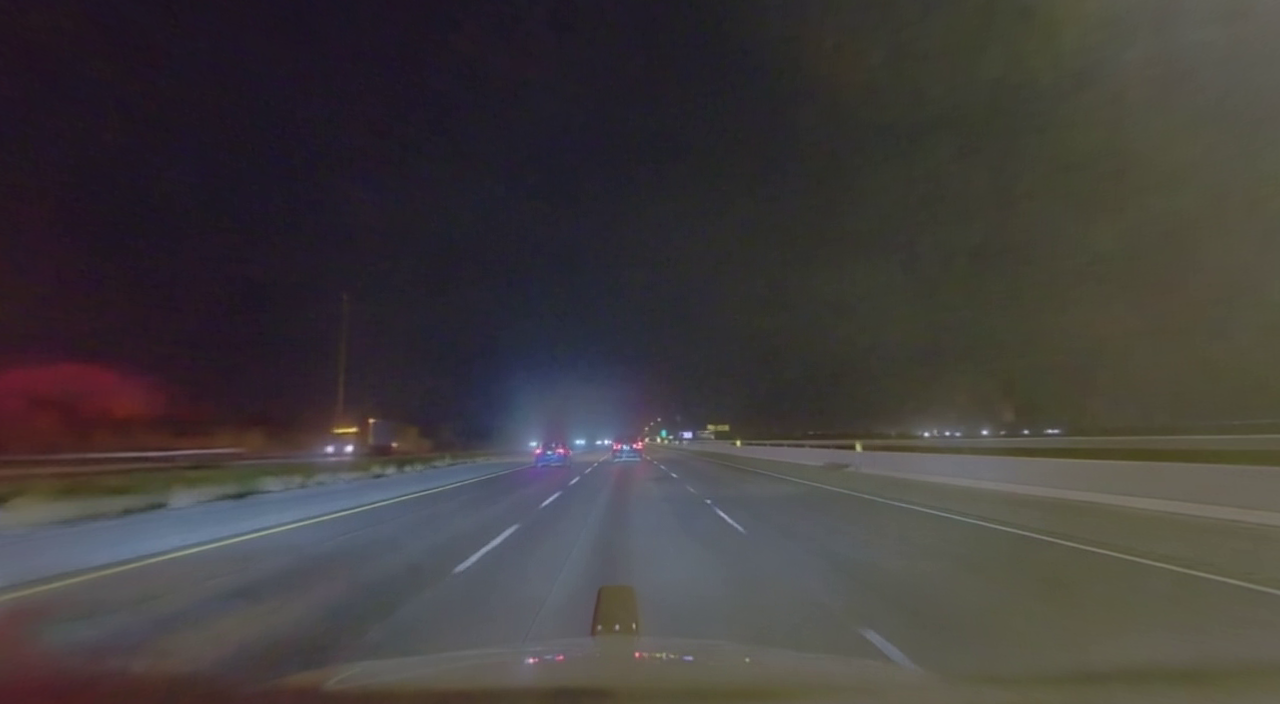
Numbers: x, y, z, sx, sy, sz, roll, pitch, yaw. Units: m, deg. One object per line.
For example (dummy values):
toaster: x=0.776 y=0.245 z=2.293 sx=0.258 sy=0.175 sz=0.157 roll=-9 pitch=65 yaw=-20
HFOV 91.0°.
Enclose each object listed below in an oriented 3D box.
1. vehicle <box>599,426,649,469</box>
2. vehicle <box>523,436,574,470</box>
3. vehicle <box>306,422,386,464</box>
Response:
vehicle: x=-0.811 y=4.820 z=31.877 sx=2.382 sy=1.973 sz=4.439 roll=0 pitch=-8 yaw=-1
vehicle: x=-4.646 y=5.186 z=32.647 sx=2.039 sy=1.602 sz=4.317 roll=0 pitch=-8 yaw=-1
vehicle: x=-20.142 y=6.280 z=43.680 sx=2.290 sy=2.626 sz=7.289 roll=0 pitch=-8 yaw=-2
